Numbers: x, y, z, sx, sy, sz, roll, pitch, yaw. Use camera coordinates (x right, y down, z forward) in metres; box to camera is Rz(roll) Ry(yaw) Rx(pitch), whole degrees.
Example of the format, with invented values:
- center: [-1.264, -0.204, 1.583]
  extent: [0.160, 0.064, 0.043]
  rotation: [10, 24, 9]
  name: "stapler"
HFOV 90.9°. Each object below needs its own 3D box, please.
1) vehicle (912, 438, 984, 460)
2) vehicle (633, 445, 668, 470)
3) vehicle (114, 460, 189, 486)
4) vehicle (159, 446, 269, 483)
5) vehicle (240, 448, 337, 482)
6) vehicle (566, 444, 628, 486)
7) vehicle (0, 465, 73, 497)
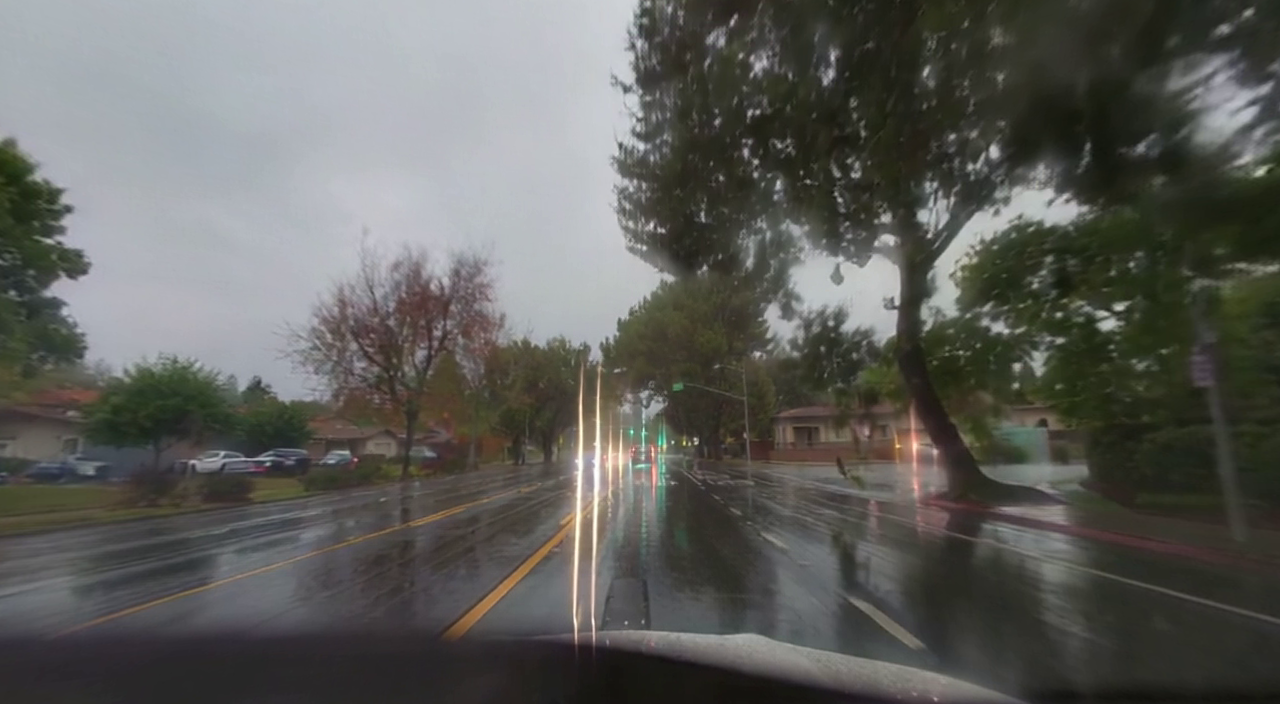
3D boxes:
- center: [23.065, 7.299, 47.289]
  extent: [4.318, 1.601, 1.975]
  rotation: [0, -9, -4]
  name: "vehicle"
- center: [0.682, 6.989, 41.919]
  extent: [2.226, 1.505, 4.128]
  rotation: [0, -9, 0]
  name: "vehicle"
- center: [-33.129, 8.176, 42.867]
  extent: [1.774, 1.484, 3.684]
  rotation: [-5, -9, 13]
  name: "vehicle"
- center: [-27.827, 7.348, 41.534]
  extent: [2.161, 2.233, 5.937]
  rotation: [-3, -9, 14]
  name: "vehicle"
- center: [-22.359, 7.203, 40.439]
  extent: [2.173, 1.849, 5.752]
  rotation: [-5, -9, 12]
  name: "vehicle"
- center: [-1.626, 4.376, 24.787]
  extent: [2.158, 1.469, 4.909]
  rotation: [0, -9, -3]
  name: "vehicle"
- center: [-30.655, 6.214, 30.285]
  extent: [1.874, 1.393, 4.724]
  rotation: [-2, -9, 14]
  name: "vehicle"
